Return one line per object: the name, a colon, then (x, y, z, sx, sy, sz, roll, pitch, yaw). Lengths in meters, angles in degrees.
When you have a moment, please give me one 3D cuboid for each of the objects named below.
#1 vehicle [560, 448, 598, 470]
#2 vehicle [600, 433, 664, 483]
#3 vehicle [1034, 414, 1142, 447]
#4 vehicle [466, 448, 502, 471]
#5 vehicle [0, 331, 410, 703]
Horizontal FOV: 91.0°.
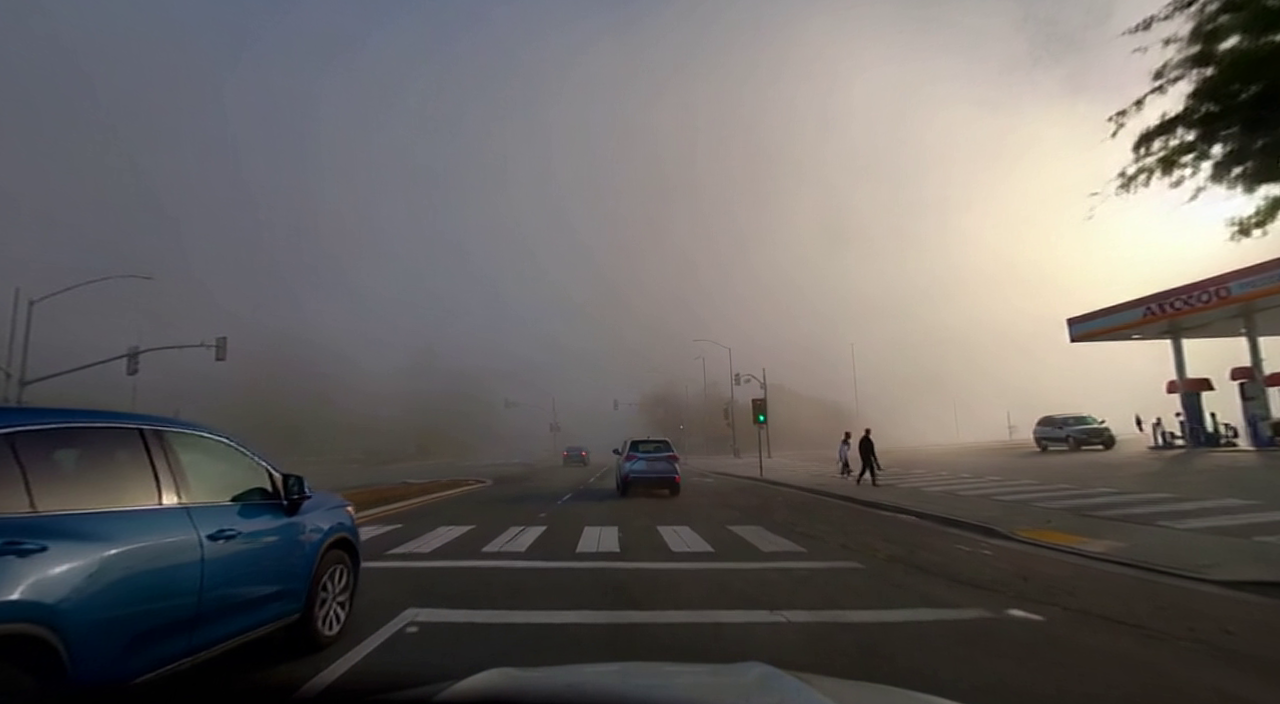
vehicle: (-4.185, 7.424, 43.963, 2.192, 1.458, 4.594, 0, -9, 0)
vehicle: (-0.389, 4.667, 28.039, 2.552, 1.999, 5.498, 0, -9, -2)
vehicle: (27.738, 4.894, 39.093, 5.102, 1.893, 2.120, 0, -9, -2)
vehicle: (-12.182, 8.439, 49.405, 1.943, 1.643, 4.167, -1, -8, -3)
vehicle: (-3.295, 1.032, 3.568, 2.247, 1.734, 4.919, 0, -9, -2)
